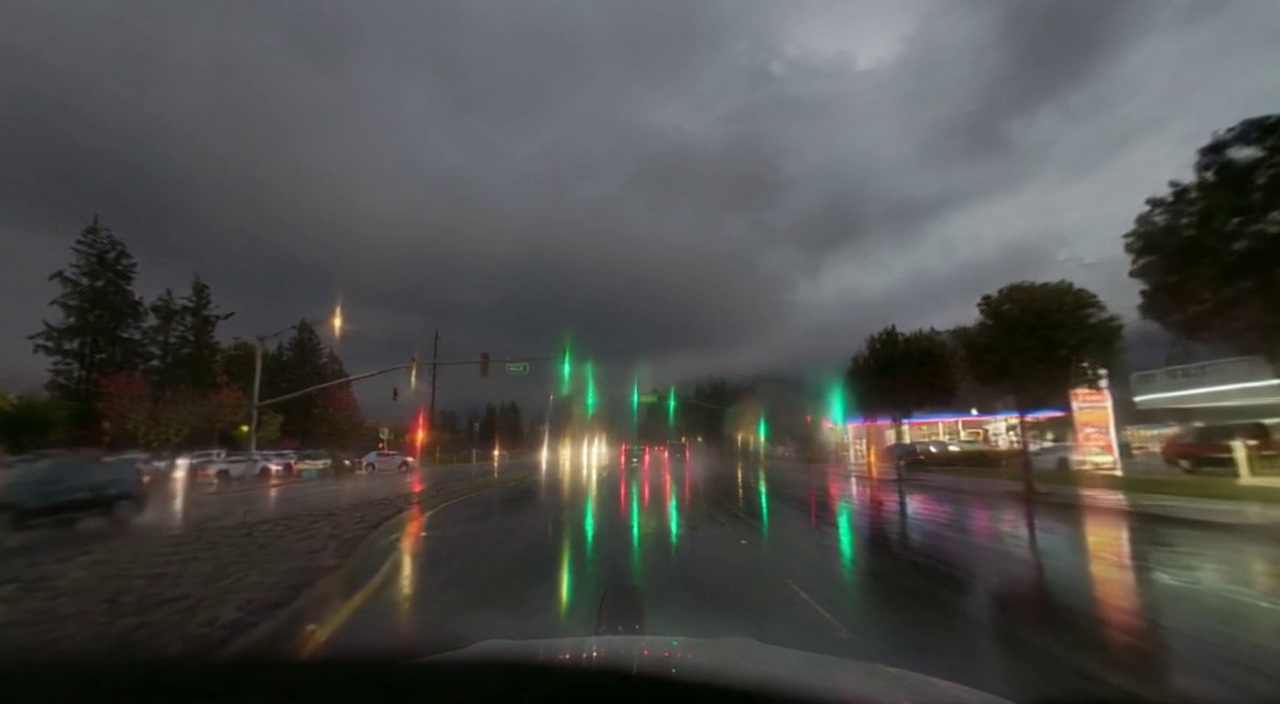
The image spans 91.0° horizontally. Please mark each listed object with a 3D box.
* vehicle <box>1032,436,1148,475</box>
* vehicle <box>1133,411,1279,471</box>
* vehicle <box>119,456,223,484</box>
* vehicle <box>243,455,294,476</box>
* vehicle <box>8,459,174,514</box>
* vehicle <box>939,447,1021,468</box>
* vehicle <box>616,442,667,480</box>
[{"bbox_3d":[20.394,4.724,28.844,1.950,1.519,4.860,-4,-9,5],"label":"vehicle"},{"bbox_3d":[20.626,3.108,21.780,2.254,1.804,5.953,0,-9,-1],"label":"vehicle"},{"bbox_3d":[-28.133,7.035,37.900,1.938,1.462,4.510,-5,-10,29],"label":"vehicle"},{"bbox_3d":[-28.818,8.724,48.734,4.436,1.464,1.999,-8,-11,41],"label":"vehicle"},{"bbox_3d":[-19.039,4.647,22.160,1.920,1.638,4.299,0,-9,0],"label":"vehicle"},{"bbox_3d":[24.751,7.686,45.890,4.788,1.481,1.959,0,-9,1],"label":"vehicle"},{"bbox_3d":[0.050,4.852,28.306,2.145,1.572,4.021,0,-9,0],"label":"vehicle"}]
